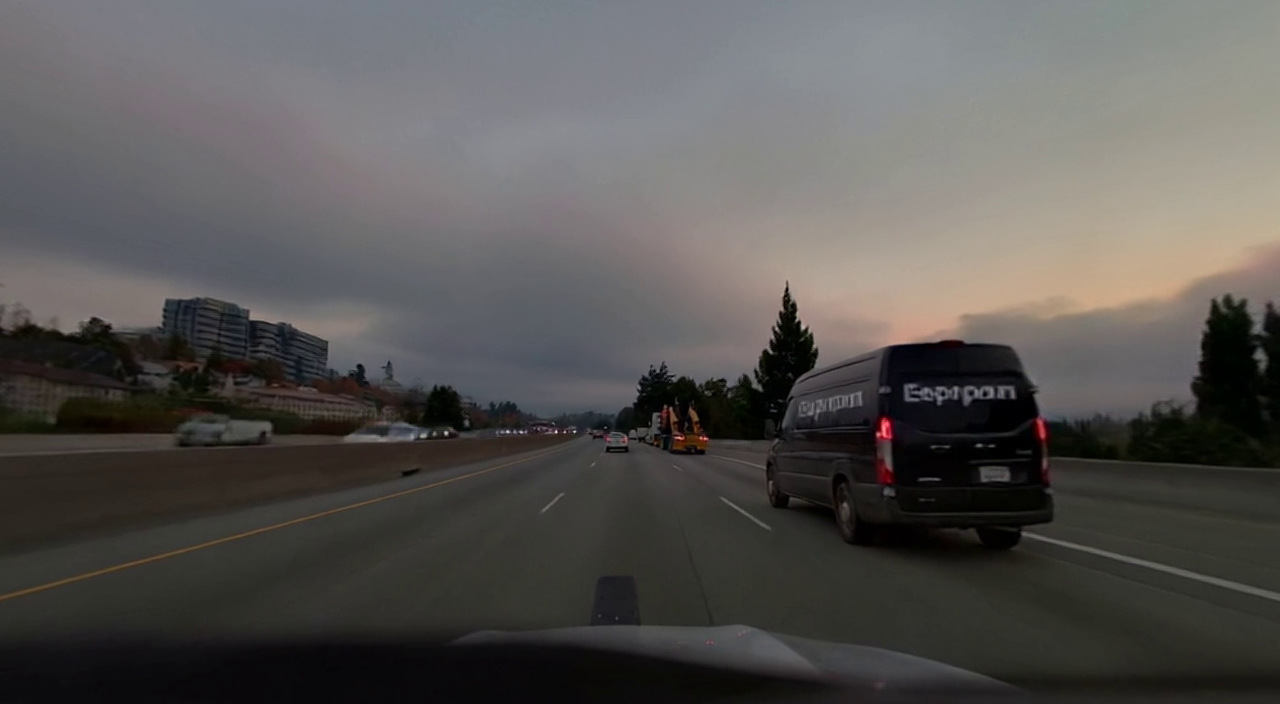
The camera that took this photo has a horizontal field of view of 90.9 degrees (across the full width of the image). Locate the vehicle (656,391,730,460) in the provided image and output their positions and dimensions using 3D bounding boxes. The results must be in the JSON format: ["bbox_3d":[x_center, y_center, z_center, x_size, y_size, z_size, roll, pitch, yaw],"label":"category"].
[{"bbox_3d":[3.033,4.719,39.547,2.912,3.738,10.123,1,-8,-5],"label":"vehicle"}]

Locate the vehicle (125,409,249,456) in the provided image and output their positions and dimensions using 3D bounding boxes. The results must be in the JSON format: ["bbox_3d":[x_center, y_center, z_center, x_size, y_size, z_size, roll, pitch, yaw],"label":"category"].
[{"bbox_3d":[-20.736,3.741,29.181,2.095,1.965,5.183,1,-8,-4],"label":"vehicle"}]

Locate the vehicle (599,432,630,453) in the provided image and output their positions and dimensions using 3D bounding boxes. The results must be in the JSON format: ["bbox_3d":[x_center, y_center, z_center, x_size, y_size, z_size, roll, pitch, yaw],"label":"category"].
[{"bbox_3d":[-1.903,6.713,46.851,2.217,1.502,4.222,0,-8,-2],"label":"vehicle"}]

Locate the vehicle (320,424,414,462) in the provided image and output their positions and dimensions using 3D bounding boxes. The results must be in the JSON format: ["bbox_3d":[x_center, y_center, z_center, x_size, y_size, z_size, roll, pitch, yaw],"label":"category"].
[{"bbox_3d":[-11.569,3.879,27.084,2.029,1.483,4.613,0,-8,-1],"label":"vehicle"}]

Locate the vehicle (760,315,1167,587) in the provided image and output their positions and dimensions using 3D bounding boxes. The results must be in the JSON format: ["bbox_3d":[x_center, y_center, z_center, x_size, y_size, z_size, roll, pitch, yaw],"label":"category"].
[{"bbox_3d":[3.553,1.292,8.830,2.386,2.509,5.880,0,-8,-2],"label":"vehicle"}]
